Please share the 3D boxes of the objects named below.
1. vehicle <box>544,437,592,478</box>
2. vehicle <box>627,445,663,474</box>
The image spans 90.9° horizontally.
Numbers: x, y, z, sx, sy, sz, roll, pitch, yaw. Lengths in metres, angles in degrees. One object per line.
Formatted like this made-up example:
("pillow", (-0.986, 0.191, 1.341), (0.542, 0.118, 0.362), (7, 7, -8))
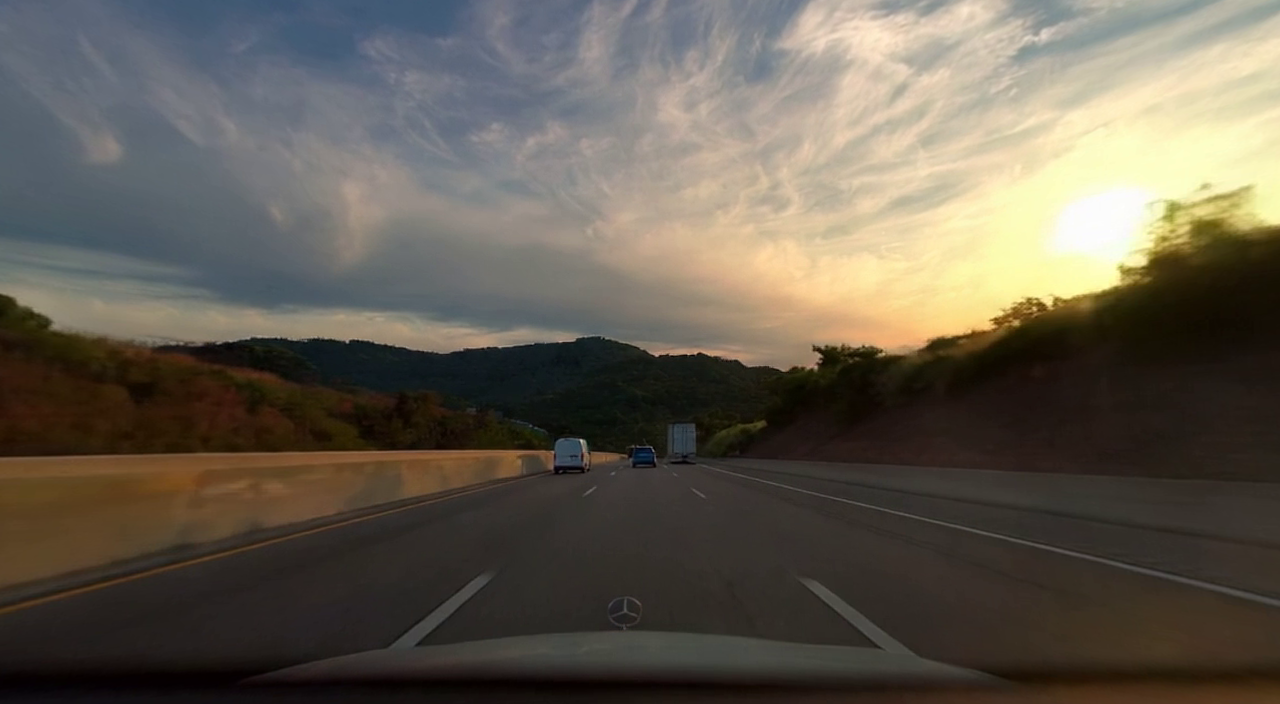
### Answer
("vehicle", (-3.778, 5.700, 34.084), (1.955, 2.004, 4.792), (0, -9, 1))
("vehicle", (0.336, 6.957, 40.845), (2.166, 1.747, 4.299), (0, -9, 1))
